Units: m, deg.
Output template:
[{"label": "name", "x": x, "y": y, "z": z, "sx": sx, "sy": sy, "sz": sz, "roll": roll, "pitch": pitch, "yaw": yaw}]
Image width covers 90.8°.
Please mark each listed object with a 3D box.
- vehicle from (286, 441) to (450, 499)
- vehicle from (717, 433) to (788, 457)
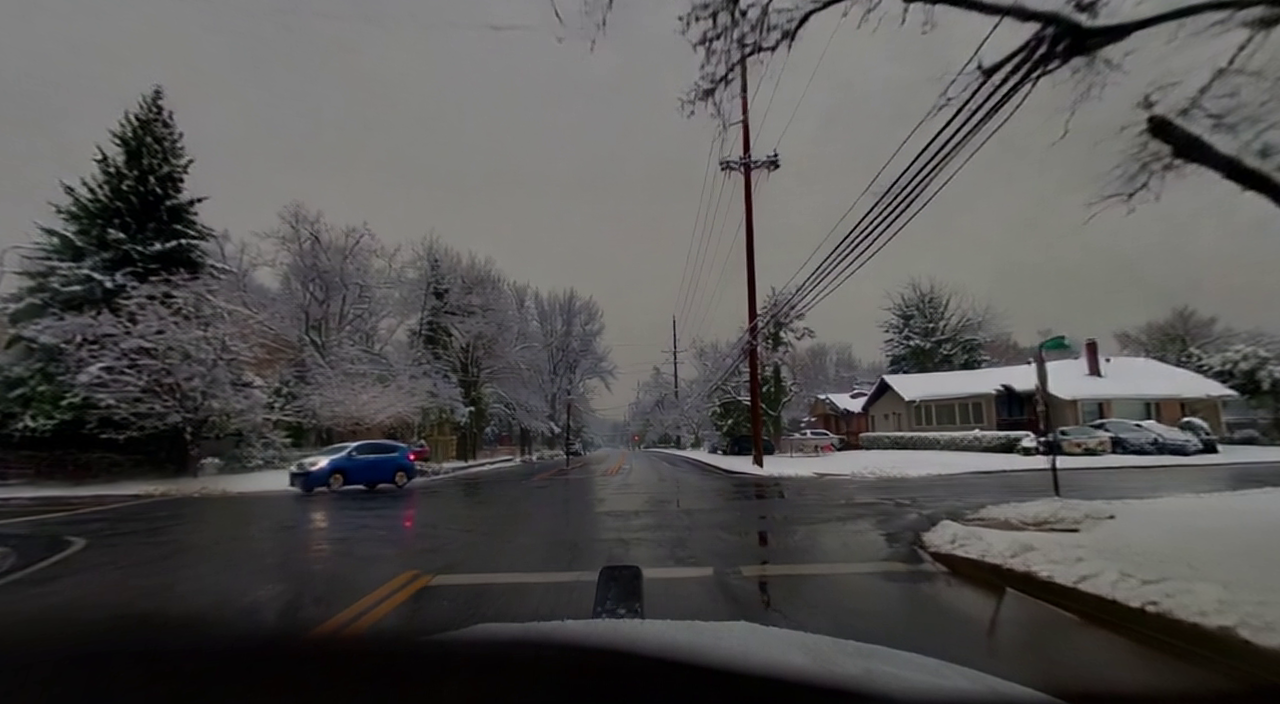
[{"label": "vehicle", "x": -8.655, "y": 3.727, "z": 20.481, "sx": 1.988, "sy": 1.596, "sz": 4.396, "roll": -7, "pitch": -10, "yaw": 37}, {"label": "vehicle", "x": 8.215, "y": 6.837, "z": 46.437, "sx": 4.784, "sy": 1.647, "sz": 1.947, "roll": 0, "pitch": -8, "yaw": -4}]
